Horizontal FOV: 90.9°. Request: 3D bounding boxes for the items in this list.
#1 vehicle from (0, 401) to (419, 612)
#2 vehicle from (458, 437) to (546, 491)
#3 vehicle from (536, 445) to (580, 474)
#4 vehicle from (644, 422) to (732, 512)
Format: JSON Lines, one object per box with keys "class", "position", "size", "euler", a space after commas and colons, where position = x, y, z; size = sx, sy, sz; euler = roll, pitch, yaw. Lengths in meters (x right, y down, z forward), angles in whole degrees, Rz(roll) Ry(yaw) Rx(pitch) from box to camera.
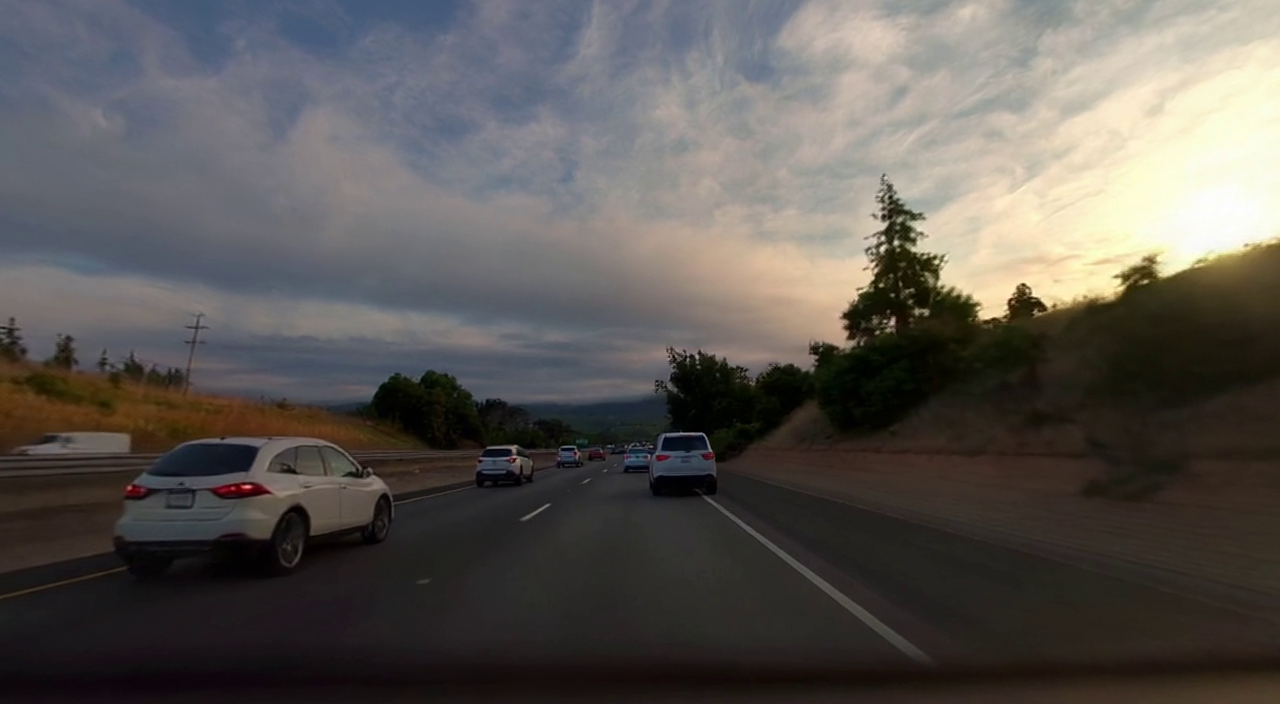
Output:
{"class": "vehicle", "position": [-4.228, 1.514, 7.009], "size": [2.034, 1.642, 3.969], "euler": [0, -9, 1]}
{"class": "vehicle", "position": [-4.578, 3.767, 21.528], "size": [1.934, 1.642, 4.201], "euler": [0, -9, 2]}
{"class": "vehicle", "position": [-4.443, 5.861, 34.573], "size": [1.867, 1.489, 3.829], "euler": [0, -9, 1]}
{"class": "vehicle", "position": [1.041, 2.771, 15.584], "size": [1.825, 1.920, 3.960], "euler": [0, -9, 0]}
